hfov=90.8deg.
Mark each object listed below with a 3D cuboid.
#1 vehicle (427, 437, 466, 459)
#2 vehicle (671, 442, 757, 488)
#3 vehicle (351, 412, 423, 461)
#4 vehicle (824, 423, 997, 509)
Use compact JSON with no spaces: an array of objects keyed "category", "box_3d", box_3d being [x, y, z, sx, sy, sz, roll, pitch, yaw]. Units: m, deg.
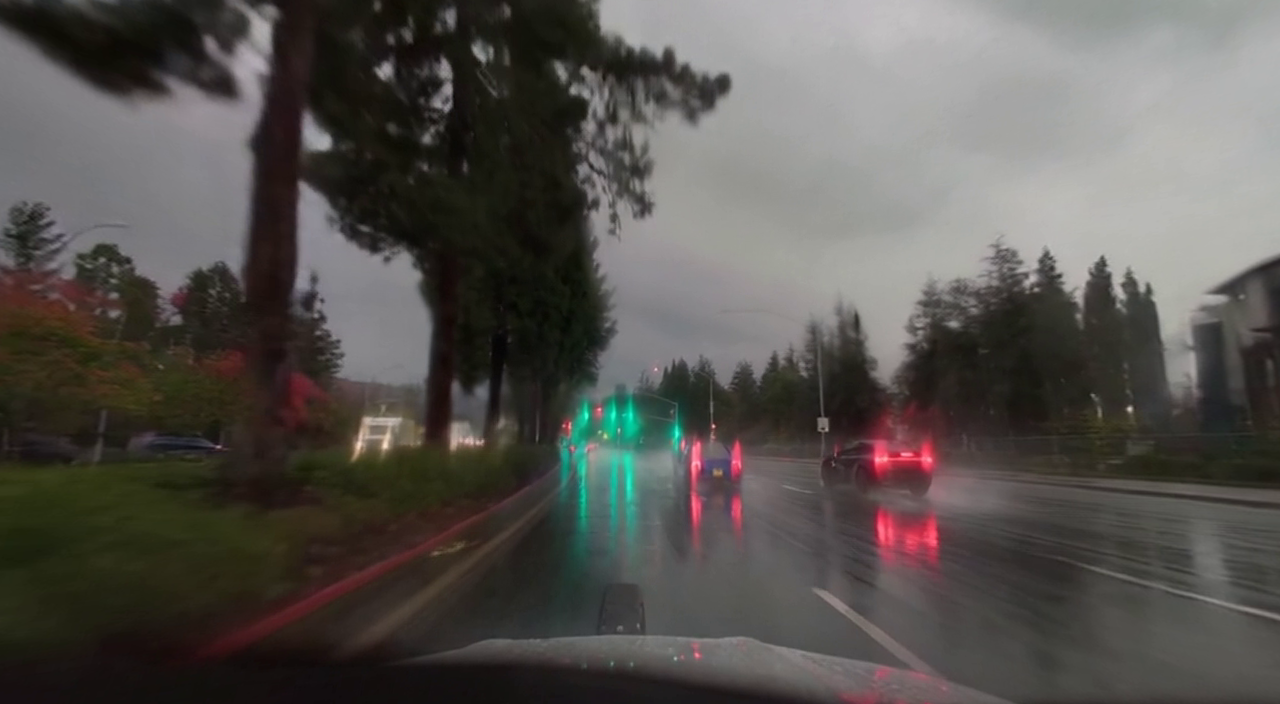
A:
[{"category":"vehicle","box_3d":[-14.428,7.181,47.257,1.965,1.514,4.404,1,-8,-7]},{"category":"vehicle","box_3d":[2.290,3.649,20.803,1.990,1.347,4.388,1,-8,-4]},{"category":"vehicle","box_3d":[-17.521,5.986,44.345,2.989,3.150,6.793,1,-8,-8]},{"category":"vehicle","box_3d":[6.173,2.637,15.097,1.987,1.730,4.373,1,-8,-3]}]
